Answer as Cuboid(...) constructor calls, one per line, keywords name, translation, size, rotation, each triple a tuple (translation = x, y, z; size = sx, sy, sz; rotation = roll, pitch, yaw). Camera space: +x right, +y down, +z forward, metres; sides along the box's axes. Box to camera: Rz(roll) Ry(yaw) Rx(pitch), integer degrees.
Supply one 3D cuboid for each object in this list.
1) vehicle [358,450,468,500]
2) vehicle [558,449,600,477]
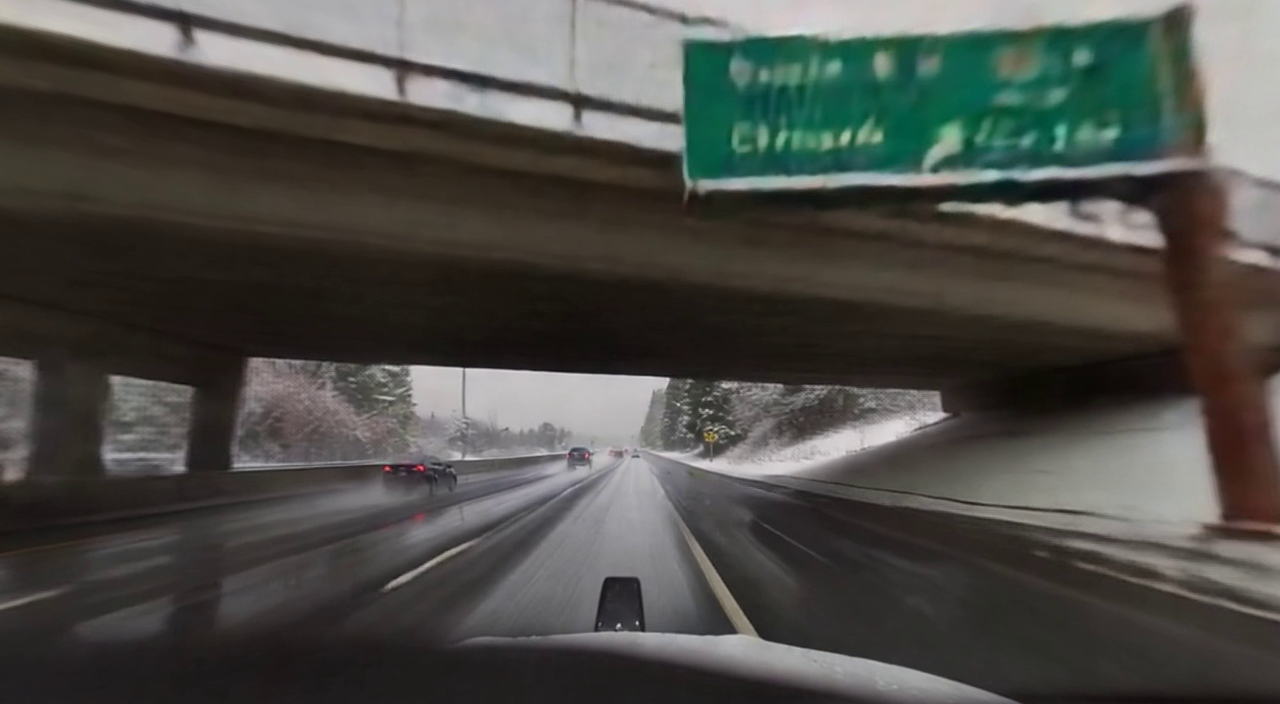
Cuboid(name="vehicle", translation=(-7.644, 4.150, 21.780), size=(2.002, 1.507, 4.631), rotation=(0, -9, 1))
Cuboid(name="vehicle", translation=(-3.714, 6.889, 39.333), size=(2.102, 1.571, 4.666), rotation=(0, -9, 1))
